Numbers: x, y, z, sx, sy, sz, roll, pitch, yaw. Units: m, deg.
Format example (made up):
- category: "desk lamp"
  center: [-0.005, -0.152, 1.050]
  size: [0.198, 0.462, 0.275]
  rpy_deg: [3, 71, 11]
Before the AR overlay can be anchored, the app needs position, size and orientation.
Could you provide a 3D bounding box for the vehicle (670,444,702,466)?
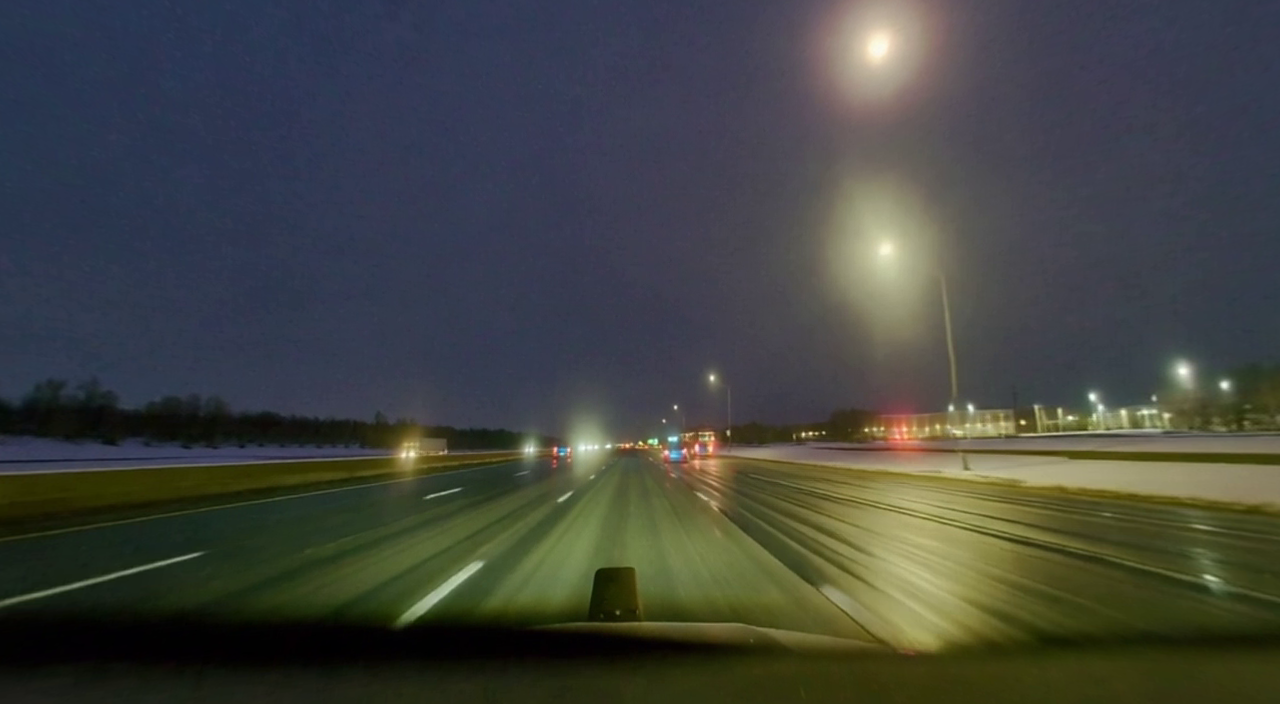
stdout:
- category: "vehicle"
  center: [3.326, 7.524, 46.249]
  size: [2.000, 1.533, 3.770]
  rpy_deg: [0, -8, -1]
